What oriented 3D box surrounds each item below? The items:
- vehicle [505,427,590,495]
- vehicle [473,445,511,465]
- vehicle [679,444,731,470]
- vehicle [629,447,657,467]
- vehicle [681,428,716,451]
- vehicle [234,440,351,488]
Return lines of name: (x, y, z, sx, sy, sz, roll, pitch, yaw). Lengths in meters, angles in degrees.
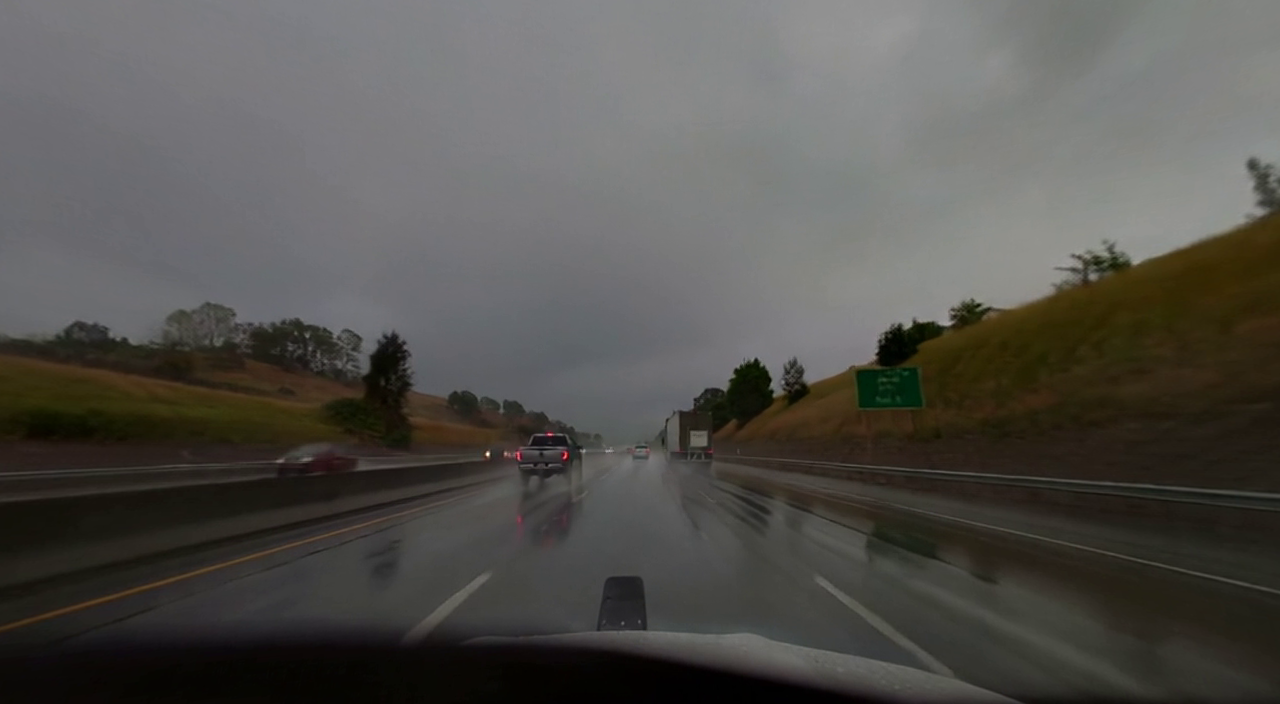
vehicle: (-2.996, 3.651, 21.427, 2.142, 2.044, 4.446, 0, -9, 1)
vehicle: (-11.231, 7.845, 48.109, 1.939, 1.460, 4.031, 0, -8, -1)
vehicle: (4.292, 7.204, 43.514, 2.654, 1.574, 9.537, -1, -9, 0)
vehicle: (0.231, 8.225, 49.565, 2.086, 1.497, 3.681, 0, -9, 0)
vehicle: (4.123, 6.256, 44.796, 1.968, 1.547, 4.215, 0, -9, -2)
vehicle: (-14.521, 4.695, 26.747, 2.078, 1.797, 4.966, 0, -9, 1)
